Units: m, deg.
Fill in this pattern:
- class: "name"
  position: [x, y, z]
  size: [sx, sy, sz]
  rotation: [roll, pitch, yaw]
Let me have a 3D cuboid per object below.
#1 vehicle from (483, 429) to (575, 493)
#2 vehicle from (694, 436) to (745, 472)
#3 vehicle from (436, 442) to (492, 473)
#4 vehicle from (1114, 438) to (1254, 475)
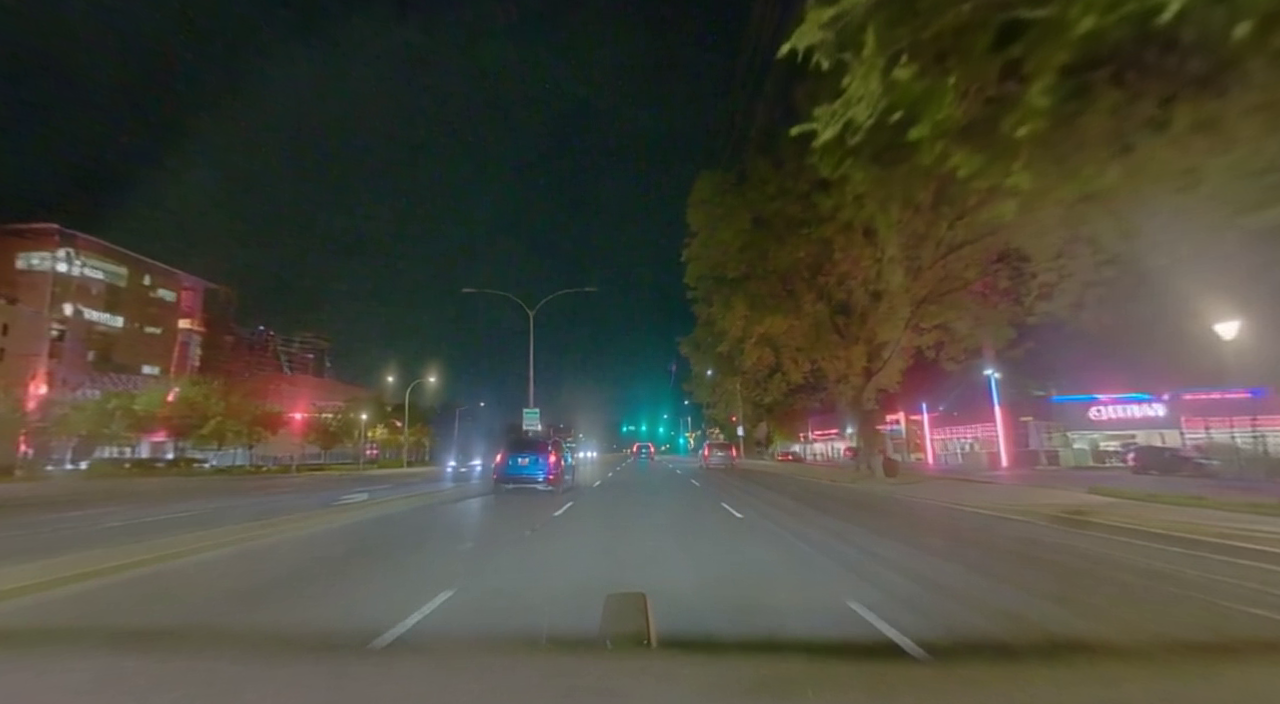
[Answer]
- class: "vehicle"
  position: [-3.387, 3.429, 20.173]
  size: [2.047, 1.810, 4.414]
  rotation: [0, -9, 1]
- class: "vehicle"
  position: [4.145, 5.396, 33.464]
  size: [2.083, 1.779, 4.347]
  rotation: [0, -9, -1]
- class: "vehicle"
  position: [-10.602, 6.347, 38.283]
  size: [2.098, 1.749, 4.584]
  rotation: [0, -8, -1]
- class: "vehicle"
  position: [30.151, 5.804, 35.243]
  size: [2.274, 1.901, 5.570]
  rotation: [2, -9, -11]
